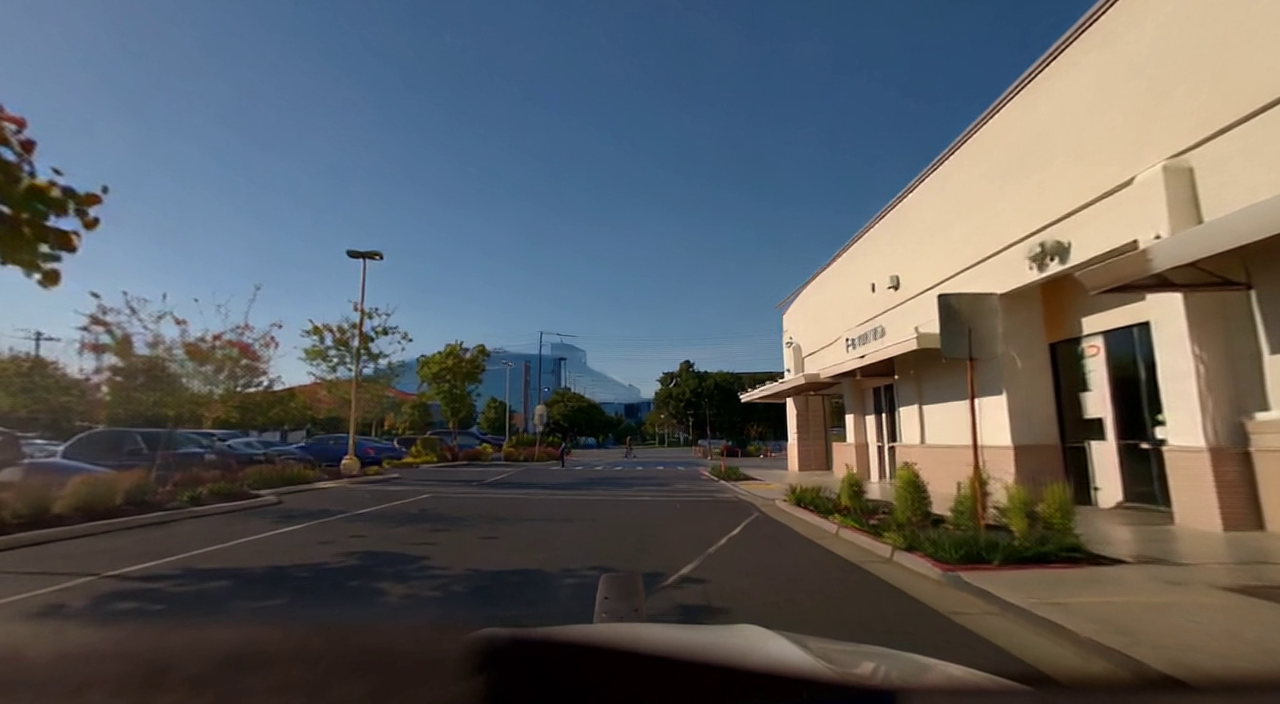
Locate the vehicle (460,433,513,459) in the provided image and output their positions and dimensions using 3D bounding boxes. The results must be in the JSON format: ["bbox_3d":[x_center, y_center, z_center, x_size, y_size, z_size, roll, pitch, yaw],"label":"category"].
[{"bbox_3d":[-9.867,6.105,41.043,1.891,1.464,4.646,3,-8,5],"label":"vehicle"}]

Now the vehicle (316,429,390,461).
[{"bbox_3d":[-15.617,5.080,34.634,1.928,1.613,4.197,-1,-8,3],"label":"vehicle"}]

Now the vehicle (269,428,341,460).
[{"bbox_3d":[-18.428,5.088,34.982,1.902,1.645,3.903,0,-8,-2],"label":"vehicle"}]

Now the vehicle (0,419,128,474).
[{"bbox_3d":[-20.943,3.326,22.263,1.899,1.717,4.558,0,-8,1],"label":"vehicle"}]

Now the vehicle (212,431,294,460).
[{"bbox_3d":[-21.026,5.126,34.520,1.909,1.474,3.908,-1,-8,3],"label":"vehicle"}]

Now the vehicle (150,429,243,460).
[{"bbox_3d":[-24.004,5.017,34.391,1.773,1.498,4.085,3,-8,6],"label":"vehicle"}]

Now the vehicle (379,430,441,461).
[{"bbox_3d":[-12.637,5.153,35.003,1.892,1.597,4.259,0,-8,-1],"label":"vehicle"}]
